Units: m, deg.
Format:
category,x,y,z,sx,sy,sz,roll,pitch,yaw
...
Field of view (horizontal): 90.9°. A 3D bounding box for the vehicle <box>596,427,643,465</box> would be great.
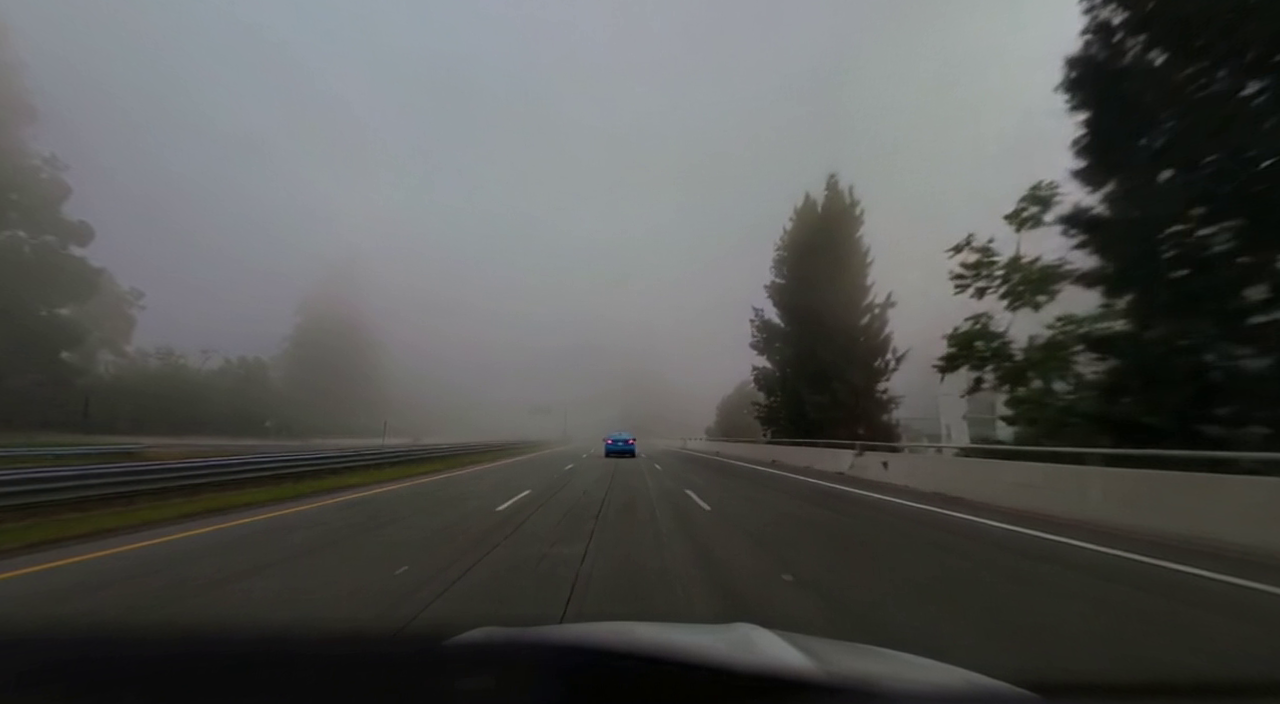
category,x,y,z,sx,sy,sz,roll,pitch,yaw
vehicle,-0.983,4.317,29.101,2.020,1.633,3.942,0,-8,-3
